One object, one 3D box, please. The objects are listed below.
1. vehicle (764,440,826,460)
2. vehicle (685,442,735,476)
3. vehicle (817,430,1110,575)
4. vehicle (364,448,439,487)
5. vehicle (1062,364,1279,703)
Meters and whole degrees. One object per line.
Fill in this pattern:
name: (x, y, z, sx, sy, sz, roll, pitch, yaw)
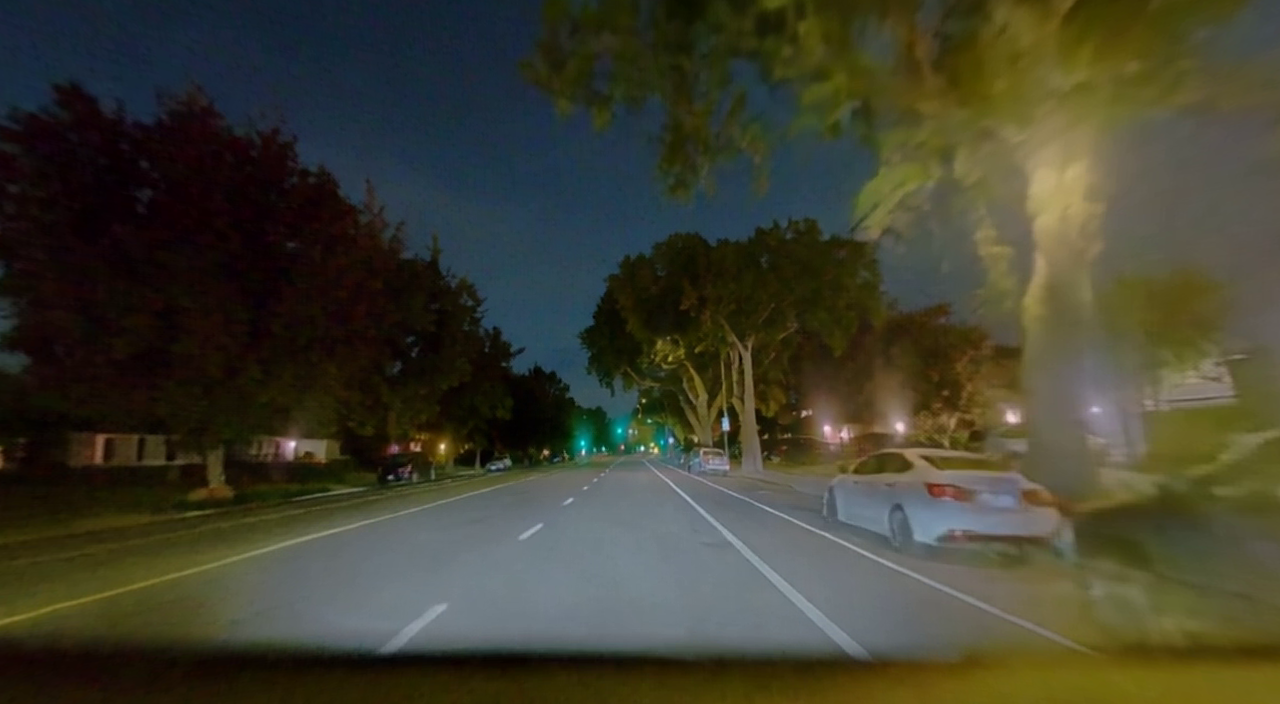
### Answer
vehicle: (11.793, 7.474, 48.323, 4.285, 1.434, 1.740, 0, -8, 0)
vehicle: (3.611, 5.615, 33.411, 2.007, 1.657, 4.362, 0, -9, -2)
vehicle: (4.040, 1.921, 8.883, 1.901, 1.521, 4.204, 0, -8, 0)
vehicle: (-11.362, 5.516, 30.495, 2.091, 1.717, 4.392, 0, -8, -3)
vehicle: (4.100, 0.810, 2.352, 1.915, 1.715, 4.451, 0, -8, -1)
